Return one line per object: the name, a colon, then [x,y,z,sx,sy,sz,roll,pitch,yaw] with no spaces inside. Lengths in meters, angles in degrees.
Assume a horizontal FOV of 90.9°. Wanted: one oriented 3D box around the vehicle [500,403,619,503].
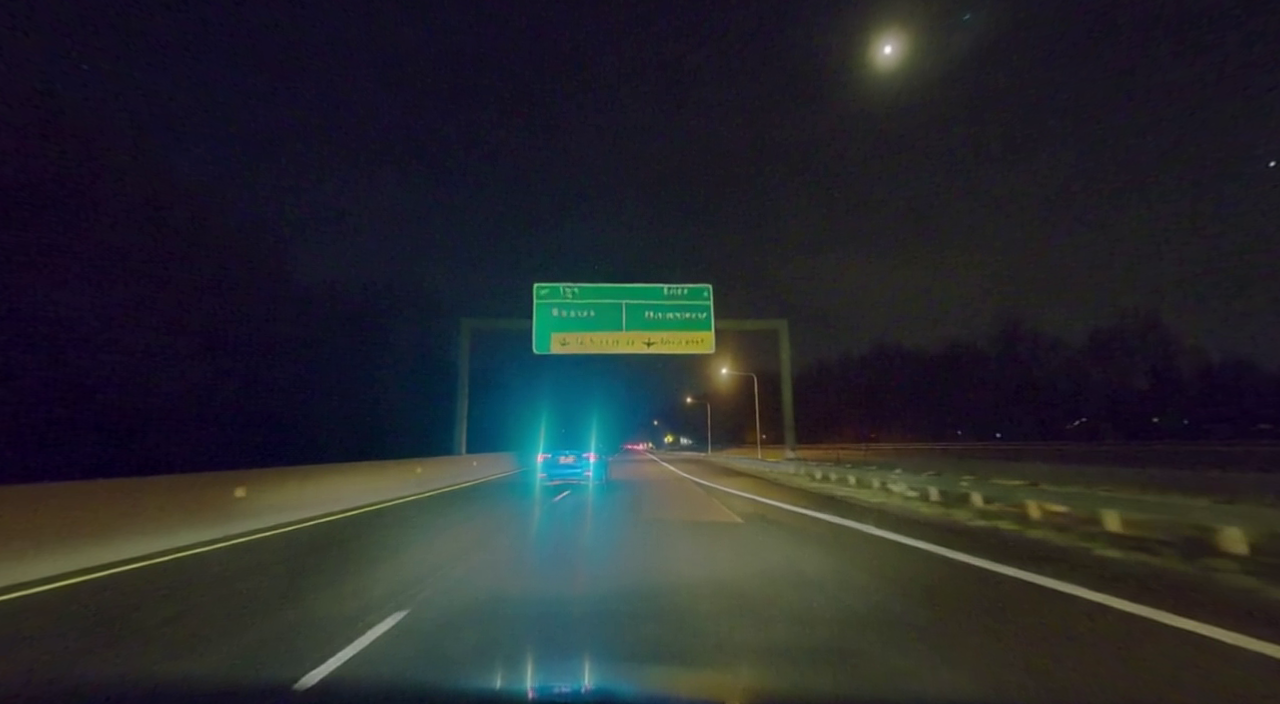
vehicle: [-1.827,2.534,16.160,2.248,2.154,4.892,0,-8,2]
